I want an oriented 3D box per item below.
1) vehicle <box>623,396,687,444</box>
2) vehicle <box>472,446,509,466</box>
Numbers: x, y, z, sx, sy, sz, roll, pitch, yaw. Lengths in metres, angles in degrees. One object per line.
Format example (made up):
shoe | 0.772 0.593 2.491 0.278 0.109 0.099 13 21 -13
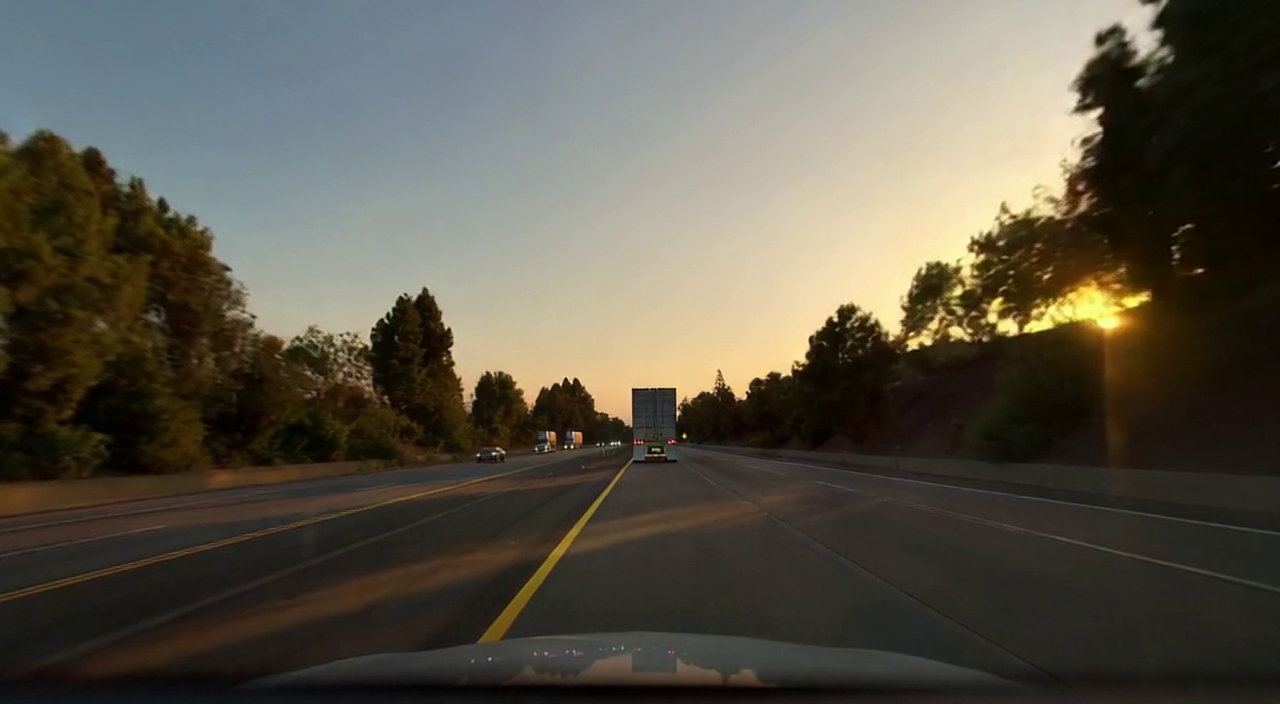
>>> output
vehicle | 0.573 3.019 27.068 2.509 1.890 4.732 0 -8 0
vehicle | -11.663 8.109 49.227 1.761 1.520 4.276 0 -8 2
